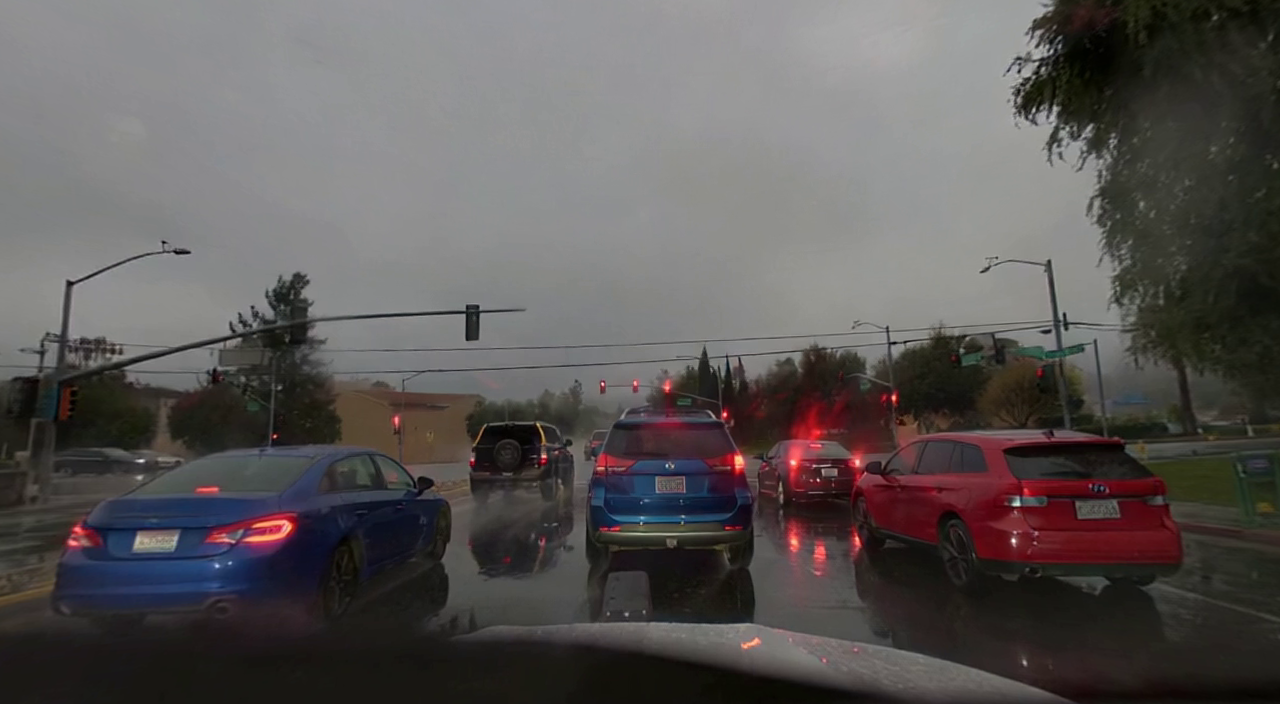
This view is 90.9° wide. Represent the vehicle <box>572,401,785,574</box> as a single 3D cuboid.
[{"bbox_3d":[0.386,1.710,8.695,2.172,1.764,4.338,0,-8,0],"label":"vehicle"}]

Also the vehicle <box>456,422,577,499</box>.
[{"bbox_3d":[-3.215,2.998,17.821,2.230,1.834,5.469,0,-8,1],"label":"vehicle"}]

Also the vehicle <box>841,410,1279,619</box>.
[{"bbox_3d":[3.914,1.552,6.944,1.954,1.592,3.992,0,-8,-2],"label":"vehicle"}]

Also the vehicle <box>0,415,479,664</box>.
[{"bbox_3d":[-3.071,1.458,6.037,1.876,1.497,4.308,0,-8,0],"label":"vehicle"}]
